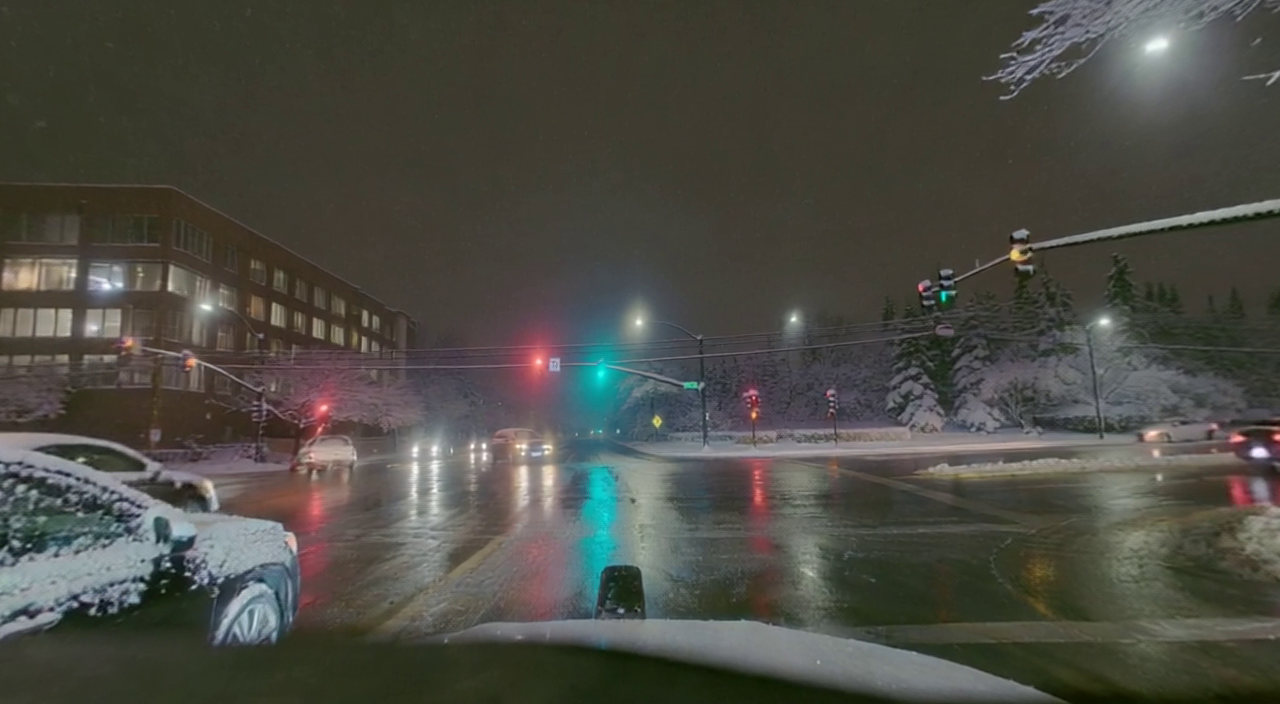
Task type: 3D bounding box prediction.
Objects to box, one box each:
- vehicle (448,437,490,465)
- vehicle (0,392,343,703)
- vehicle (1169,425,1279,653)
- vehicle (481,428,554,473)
[{"bbox_3d":[-12.792,7.420,47.536,2.051,1.715,4.346,-3,-6,-2],"label":"vehicle"},{"bbox_3d":[-3.070,0.892,2.149,1.919,1.478,4.720,0,-8,-1],"label":"vehicle"},{"bbox_3d":[4.949,0.983,2.563,1.949,1.449,4.530,-1,-8,5],"label":"vehicle"},{"bbox_3d":[-5.759,4.514,29.225,2.109,1.871,4.778,4,-9,-25],"label":"vehicle"}]
